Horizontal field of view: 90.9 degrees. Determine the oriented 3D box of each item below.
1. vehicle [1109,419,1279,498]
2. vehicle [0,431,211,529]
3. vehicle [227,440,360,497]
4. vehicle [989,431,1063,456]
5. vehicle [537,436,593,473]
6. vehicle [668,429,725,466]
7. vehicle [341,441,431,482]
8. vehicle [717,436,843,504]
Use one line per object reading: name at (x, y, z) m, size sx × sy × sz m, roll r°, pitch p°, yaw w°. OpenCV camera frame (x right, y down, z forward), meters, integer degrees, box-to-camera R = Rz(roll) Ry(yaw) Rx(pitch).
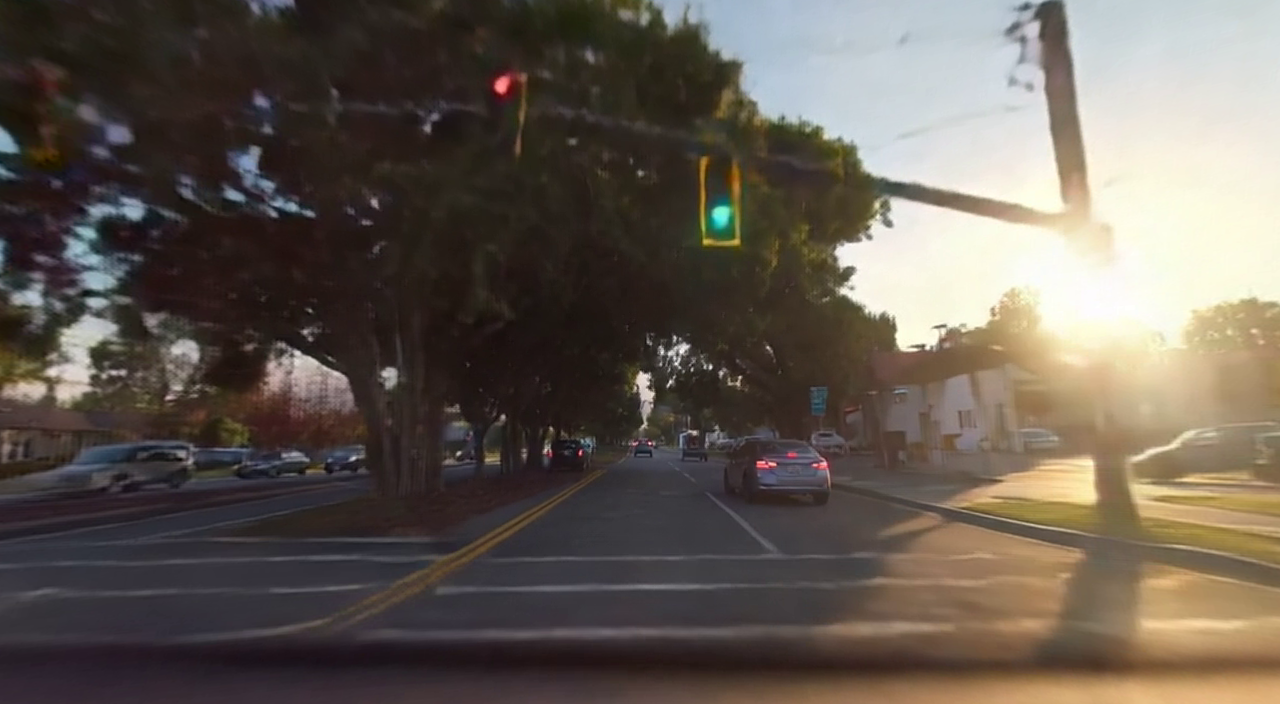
vehicle at (17.124, 2.866, 17.617) m, size 2.766 × 1.917 × 6.394 m, roll -1°, pitch -7°, yaw -5°
vehicle at (-11.618, 2.526, 13.102) m, size 2.091 × 1.644 × 4.645 m, roll 0°, pitch -8°, yaw 0°
vehicle at (-11.383, 3.802, 21.140) m, size 1.909 × 1.467 × 4.522 m, roll -2°, pitch -6°, yaw 0°
vehicle at (24.121, 5.754, 39.597) m, size 1.921 × 1.463 × 4.380 m, roll 0°, pitch -8°, yaw 0°
vehicle at (-3.736, 5.221, 32.322) m, size 2.250 × 1.713 × 4.422 m, roll 0°, pitch -8°, yaw 1°
vehicle at (3.558, 6.190, 41.165) m, size 3.245 × 2.199 × 6.295 m, roll 0°, pitch -8°, yaw 1°
vehicle at (-11.328, 4.881, 28.553) m, size 2.004 × 1.509 × 4.932 m, roll -2°, pitch -6°, yaw 1°
vehicle at (3.382, 2.951, 16.304) m, size 2.095 × 1.475 × 4.686 m, roll 0°, pitch -8°, yaw -1°
